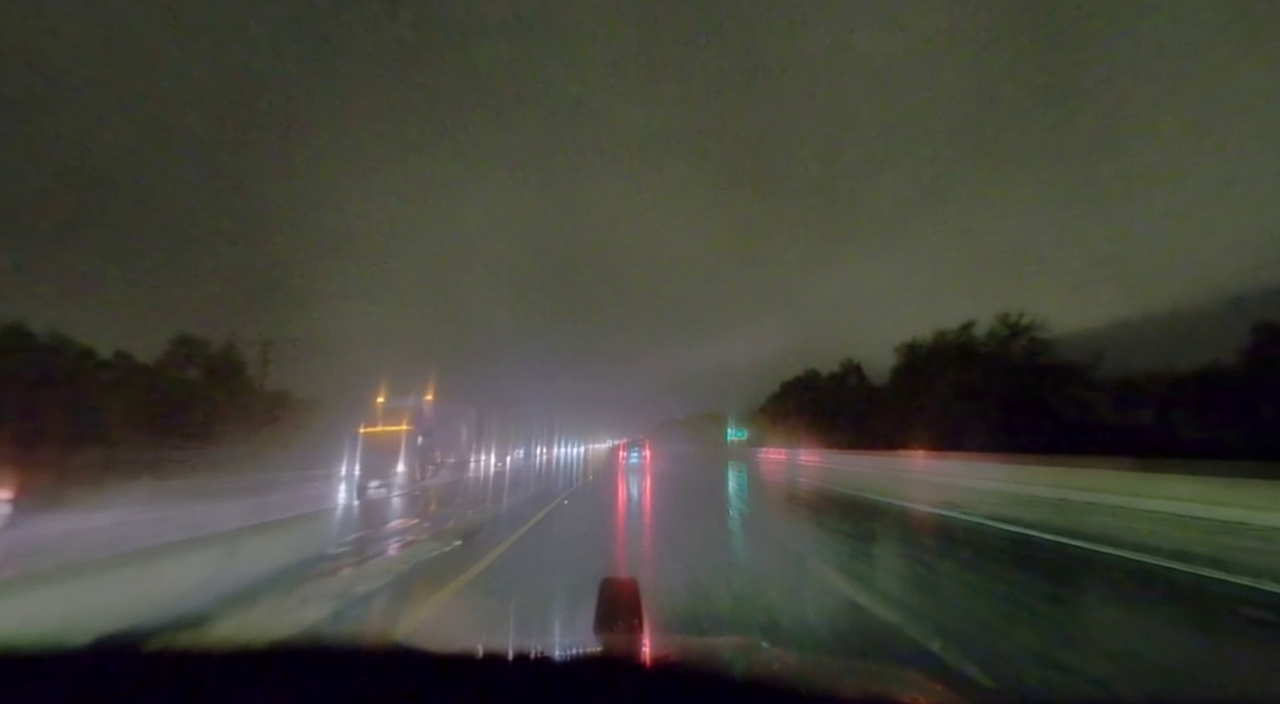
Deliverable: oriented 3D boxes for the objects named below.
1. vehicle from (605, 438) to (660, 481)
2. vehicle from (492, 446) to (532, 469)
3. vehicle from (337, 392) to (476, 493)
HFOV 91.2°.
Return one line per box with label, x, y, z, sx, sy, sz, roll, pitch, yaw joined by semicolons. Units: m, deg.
vehicle;-0.313;4.171;24.607;1.971;1.518;4.108;0;-8;-1
vehicle;-9.126;7.538;44.977;1.923;1.545;4.492;0;-8;0
vehicle;-8.819;3.563;24.771;2.739;3.387;7.184;0;-8;-1
